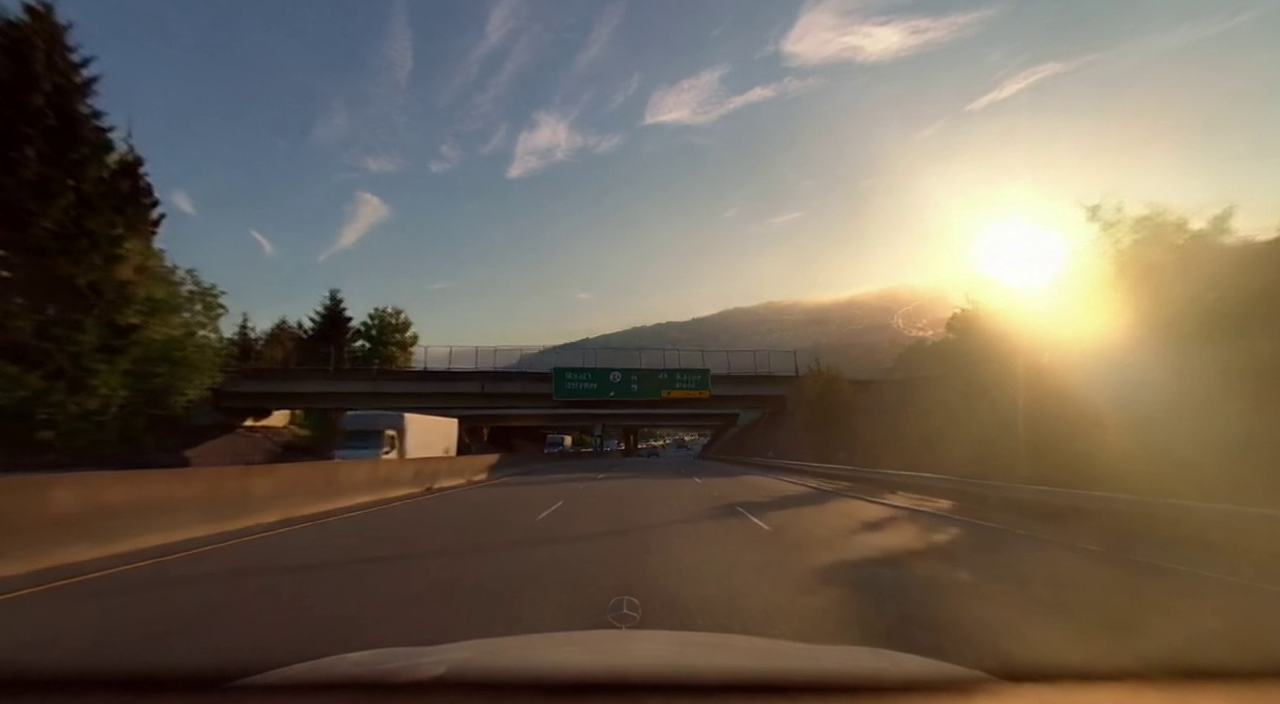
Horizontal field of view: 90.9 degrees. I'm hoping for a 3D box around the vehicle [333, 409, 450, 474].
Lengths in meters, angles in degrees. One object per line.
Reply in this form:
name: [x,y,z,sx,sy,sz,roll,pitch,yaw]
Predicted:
vehicle: [-16.465,6.175,43.173,2.895,3.804,11.880,0,-9,1]
